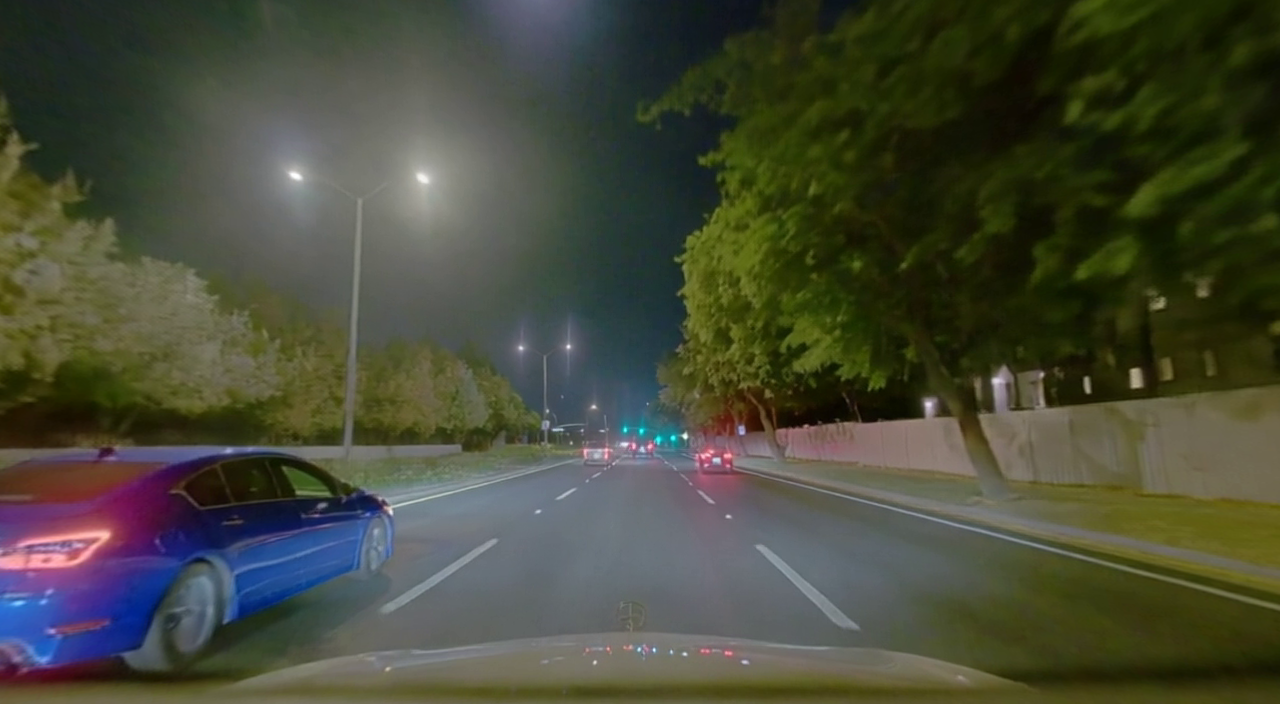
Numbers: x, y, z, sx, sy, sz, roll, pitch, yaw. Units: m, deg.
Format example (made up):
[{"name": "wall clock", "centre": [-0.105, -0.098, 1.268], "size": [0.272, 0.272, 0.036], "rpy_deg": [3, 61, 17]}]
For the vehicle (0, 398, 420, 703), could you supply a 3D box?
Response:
[{"name": "vehicle", "centre": [-3.537, 1.224, 4.402], "size": [2.091, 1.503, 4.989], "rpy_deg": [0, -8, 1]}]

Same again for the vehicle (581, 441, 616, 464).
[{"name": "vehicle", "centre": [-2.721, 6.723, 42.265], "size": [1.940, 1.473, 4.133], "rpy_deg": [0, -8, 2]}]

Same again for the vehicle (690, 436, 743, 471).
[{"name": "vehicle", "centre": [3.912, 5.276, 33.024], "size": [2.182, 1.688, 4.187], "rpy_deg": [0, -8, -1]}]
